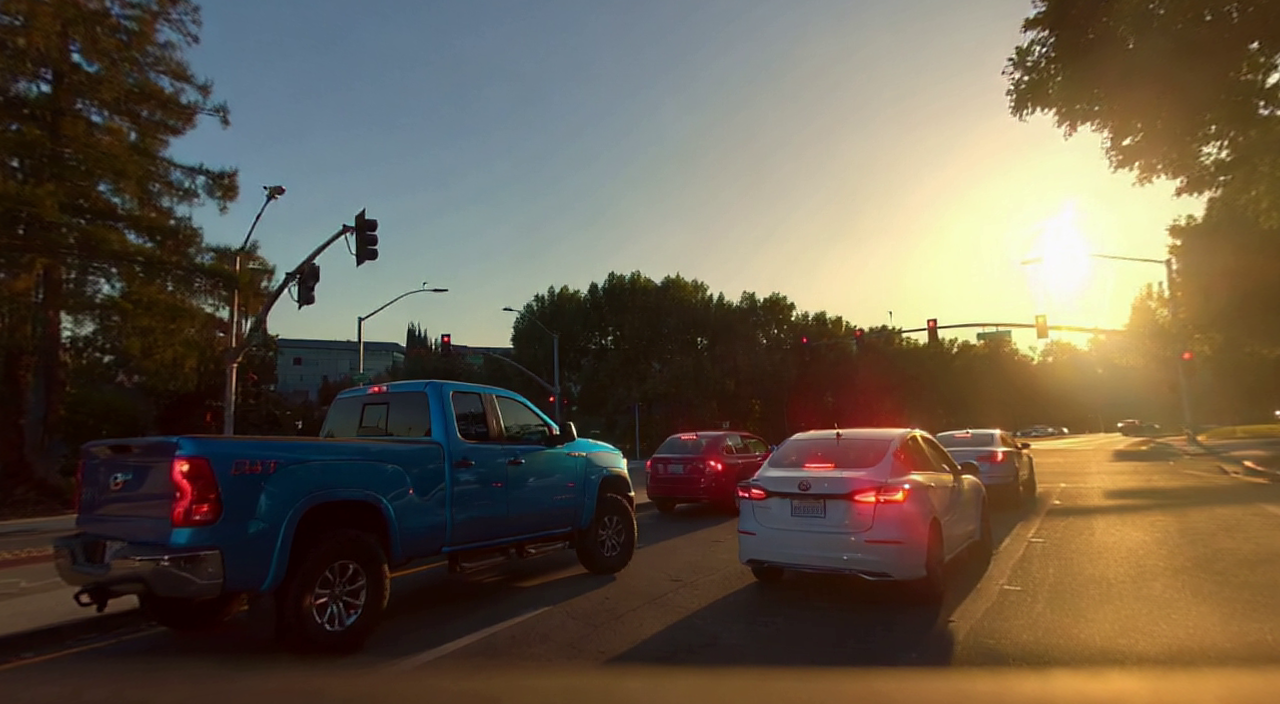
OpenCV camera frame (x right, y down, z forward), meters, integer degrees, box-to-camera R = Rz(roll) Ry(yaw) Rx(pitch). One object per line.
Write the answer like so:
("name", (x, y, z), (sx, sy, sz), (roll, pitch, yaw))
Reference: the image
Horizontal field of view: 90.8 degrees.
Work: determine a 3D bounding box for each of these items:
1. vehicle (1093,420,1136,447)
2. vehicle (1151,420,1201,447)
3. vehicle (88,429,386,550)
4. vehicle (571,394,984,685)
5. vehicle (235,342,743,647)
("vehicle", (32.803, 5.679, 43.720), (2.160, 1.790, 4.303), (-6, -10, 35))
("vehicle", (35.765, 5.482, 42.195), (2.183, 1.714, 4.491), (-7, -11, 37))
("vehicle", (-8.260, 2.744, 13.499), (2.174, 2.057, 4.738), (-6, -10, 33))
("vehicle", (1.720, 1.378, 5.990), (2.027, 1.549, 4.801), (-6, -10, 35))
("vehicle", (-0.873, 1.401, 7.470), (2.272, 2.016, 6.146), (-4, -10, 27))
